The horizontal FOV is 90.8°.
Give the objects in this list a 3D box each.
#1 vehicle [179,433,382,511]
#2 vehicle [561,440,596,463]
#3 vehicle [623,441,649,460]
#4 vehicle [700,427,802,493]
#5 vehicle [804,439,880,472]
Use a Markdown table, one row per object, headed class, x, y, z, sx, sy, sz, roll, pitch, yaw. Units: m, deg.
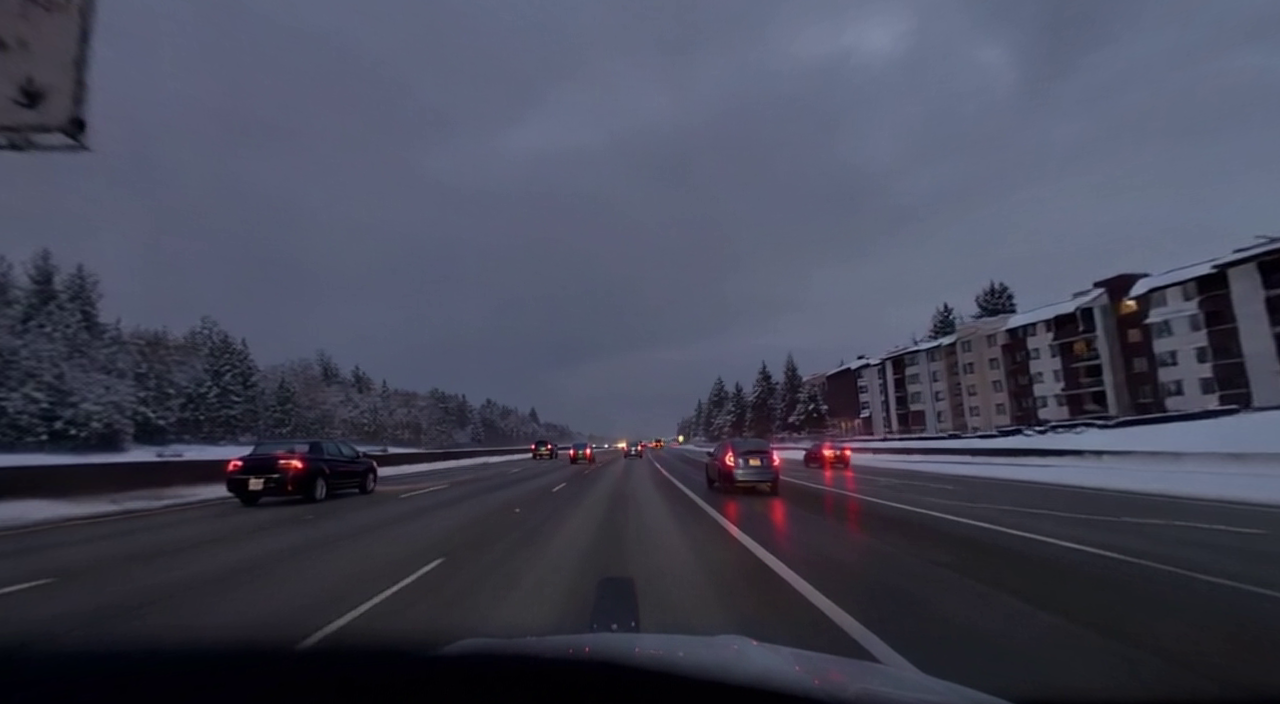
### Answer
| class | x | y | z | sx | sy | sz | roll | pitch | yaw |
| --- | --- | --- | --- | --- | --- | --- | --- | --- | --- |
| vehicle | -7.888 | 2.664 | 14.526 | 2.021 | 1.496 | 4.495 | 0 | -8 | 0 |
| vehicle | -4.218 | 6.889 | 43.798 | 2.002 | 1.466 | 4.378 | 0 | -8 | 0 |
| vehicle | -0.324 | 7.787 | 49.946 | 1.992 | 1.431 | 4.055 | 0 | -8 | -1 |
| vehicle | 3.101 | 3.122 | 18.587 | 2.080 | 1.694 | 4.286 | 0 | -8 | -2 |
| vehicle | 9.632 | 4.944 | 30.470 | 2.061 | 1.459 | 4.273 | 1 | -8 | -3 |
